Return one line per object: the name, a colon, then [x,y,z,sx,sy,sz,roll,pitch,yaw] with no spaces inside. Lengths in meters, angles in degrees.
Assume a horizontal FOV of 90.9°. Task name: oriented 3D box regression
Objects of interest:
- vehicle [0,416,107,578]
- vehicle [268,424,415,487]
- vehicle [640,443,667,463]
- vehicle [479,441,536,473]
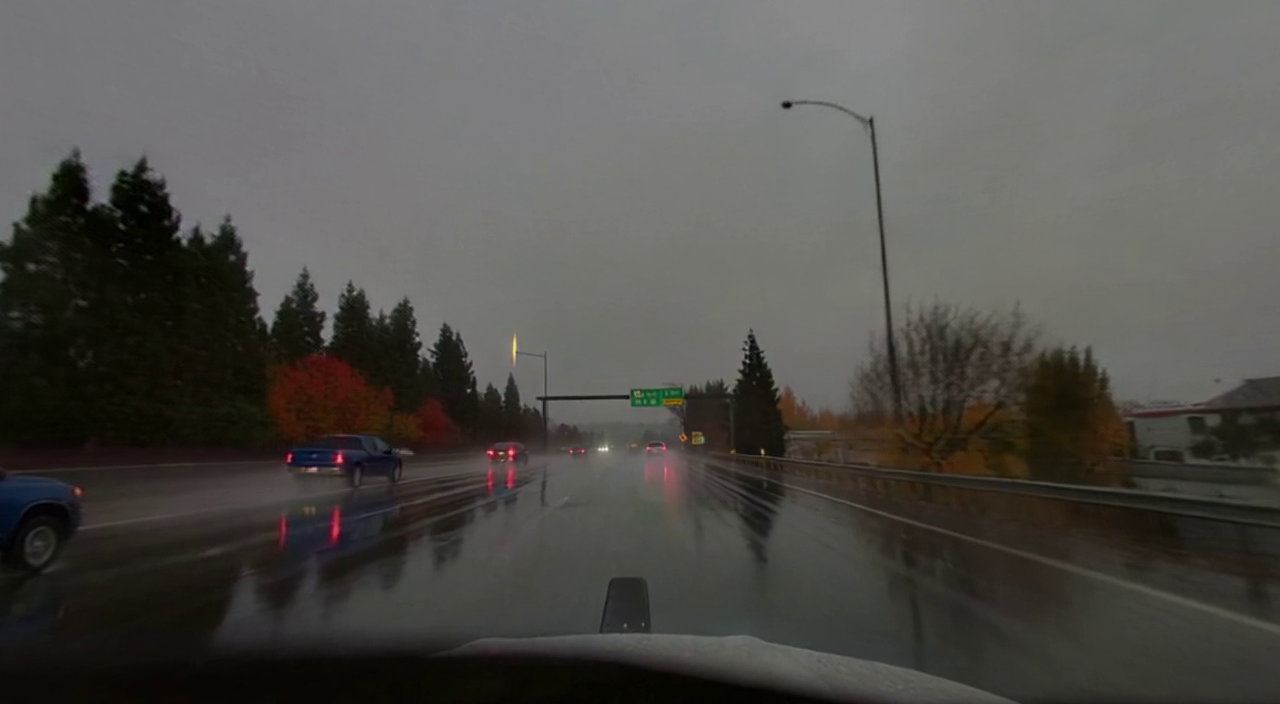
vehicle: [-7.271,1.246,4.984,1.965,1.567,4.686,0,-8,1]
vehicle: [-10.630,3.733,23.144,2.347,1.984,5.778,0,-8,2]
vehicle: [1.067,7.751,48.482,1.984,1.471,4.202,0,-8,1]
vehicle: [-6.690,5.323,32.198,1.919,1.499,4.234,0,-8,1]
